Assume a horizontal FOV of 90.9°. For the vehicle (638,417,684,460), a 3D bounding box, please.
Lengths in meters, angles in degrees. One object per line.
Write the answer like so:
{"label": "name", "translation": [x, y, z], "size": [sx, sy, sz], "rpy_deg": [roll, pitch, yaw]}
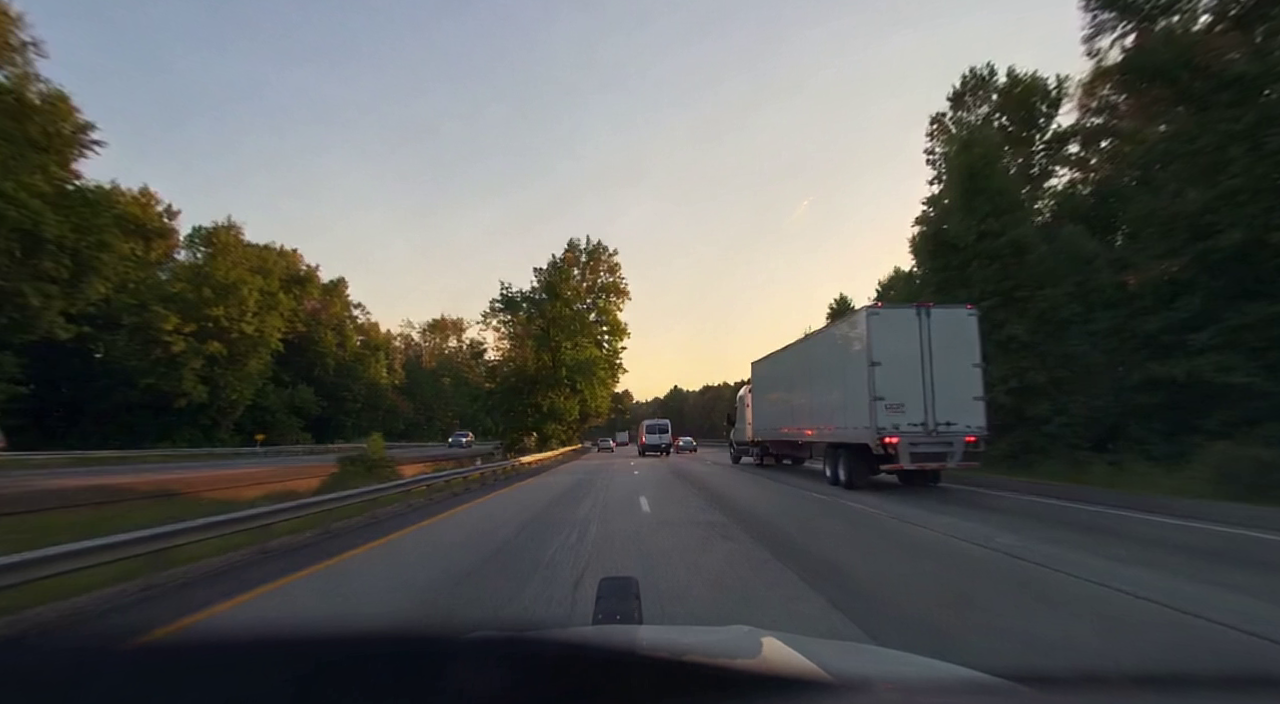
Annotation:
{"label": "vehicle", "translation": [1.223, 5.468, 39.982], "size": [2.436, 2.521, 5.409], "rpy_deg": [0, -8, -3]}

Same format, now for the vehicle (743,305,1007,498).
{"label": "vehicle", "translation": [6.020, 1.932, 20.207], "size": [2.904, 4.054, 14.017], "rpy_deg": [0, -8, -1]}
